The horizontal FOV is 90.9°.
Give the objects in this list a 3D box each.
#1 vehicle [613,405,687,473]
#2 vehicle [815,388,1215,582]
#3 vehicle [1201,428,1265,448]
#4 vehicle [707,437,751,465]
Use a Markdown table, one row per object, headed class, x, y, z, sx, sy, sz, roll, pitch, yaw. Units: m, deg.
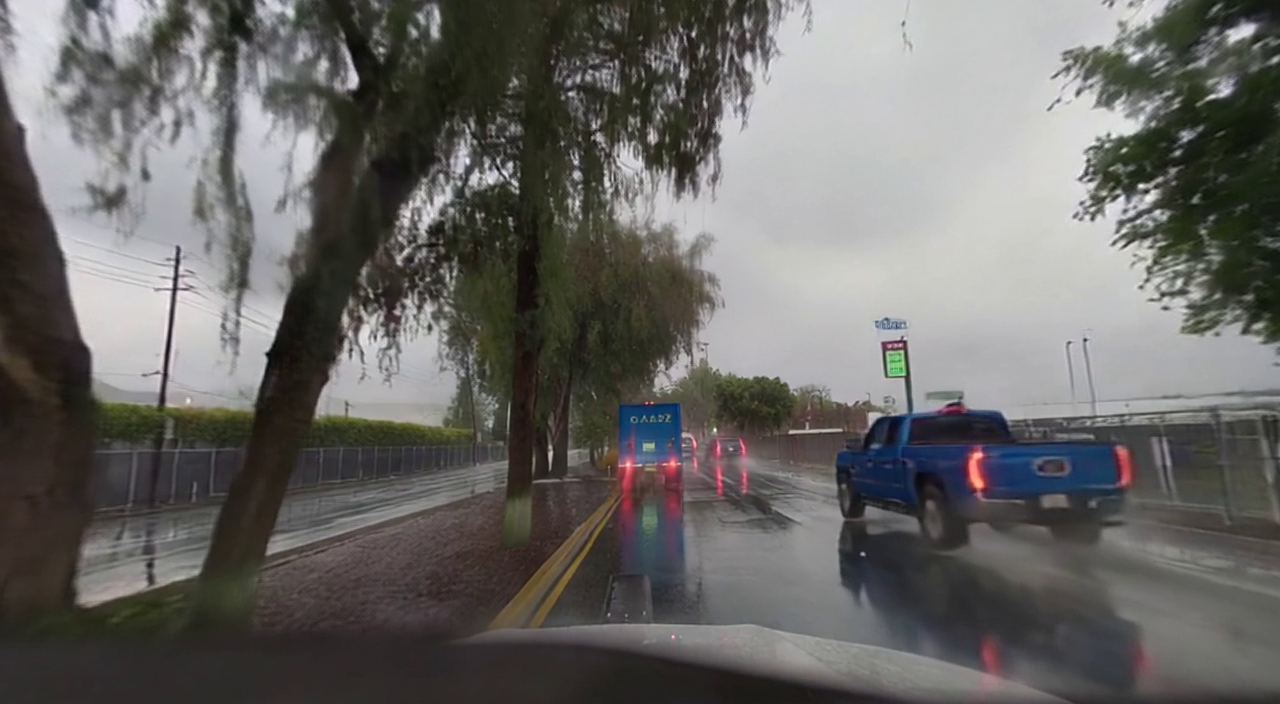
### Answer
| class | x | y | z | sx | sy | sz | roll | pitch | yaw |
| --- | --- | --- | --- | --- | --- | --- | --- | --- | --- |
| vehicle | 0.547 | 4.305 | 31.091 | 3.197 | 2.963 | 7.055 | 0 | -8 | 2 |
| vehicle | 4.325 | 1.648 | 8.682 | 2.375 | 1.857 | 5.100 | 0 | -8 | 0 |
| vehicle | 44.769 | 6.485 | 47.679 | 1.664 | 1.434 | 3.771 | -3 | -8 | 11 |
| vehicle | 5.449 | 6.152 | 39.299 | 2.076 | 1.661 | 4.524 | 0 | -8 | 0 |
